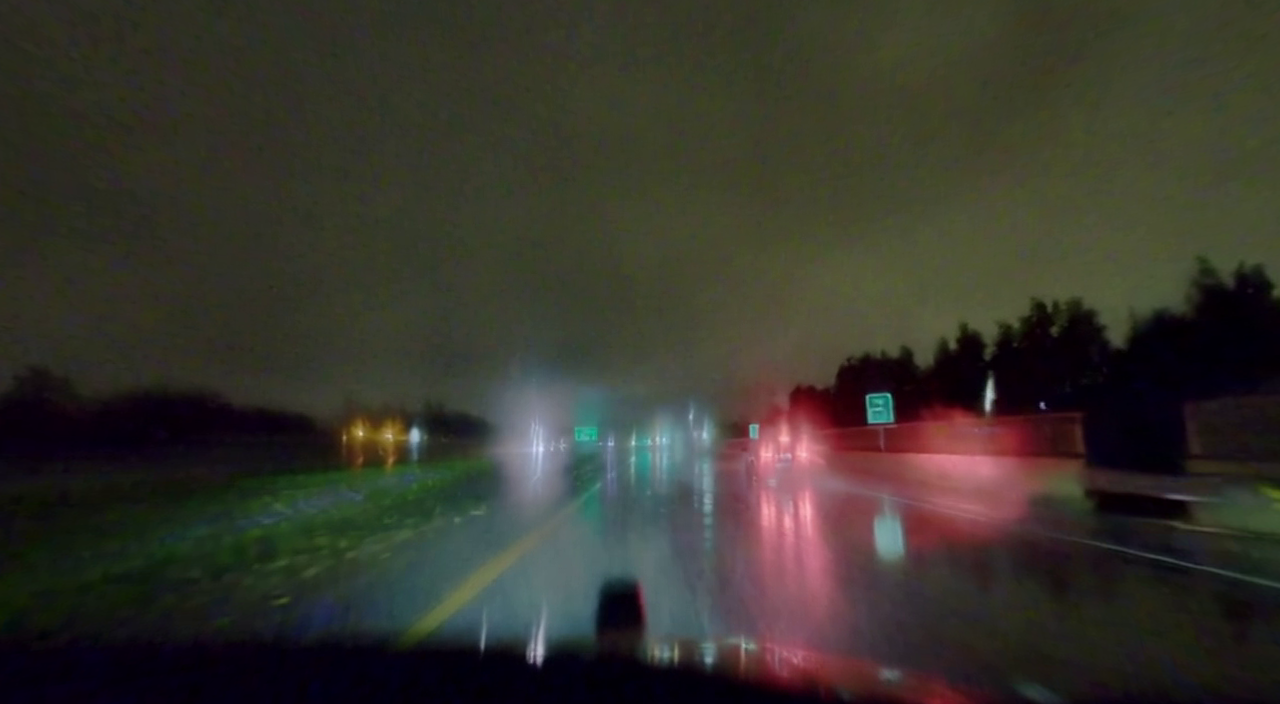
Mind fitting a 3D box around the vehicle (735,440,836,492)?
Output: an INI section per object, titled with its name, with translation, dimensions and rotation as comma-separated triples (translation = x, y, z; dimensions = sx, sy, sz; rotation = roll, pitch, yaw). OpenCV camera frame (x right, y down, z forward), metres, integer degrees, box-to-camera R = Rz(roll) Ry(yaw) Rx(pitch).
[vehicle]
translation = 4.335, 3.445, 19.455
dimensions = 2.124, 1.405, 4.398
rotation = 0, -8, 1
